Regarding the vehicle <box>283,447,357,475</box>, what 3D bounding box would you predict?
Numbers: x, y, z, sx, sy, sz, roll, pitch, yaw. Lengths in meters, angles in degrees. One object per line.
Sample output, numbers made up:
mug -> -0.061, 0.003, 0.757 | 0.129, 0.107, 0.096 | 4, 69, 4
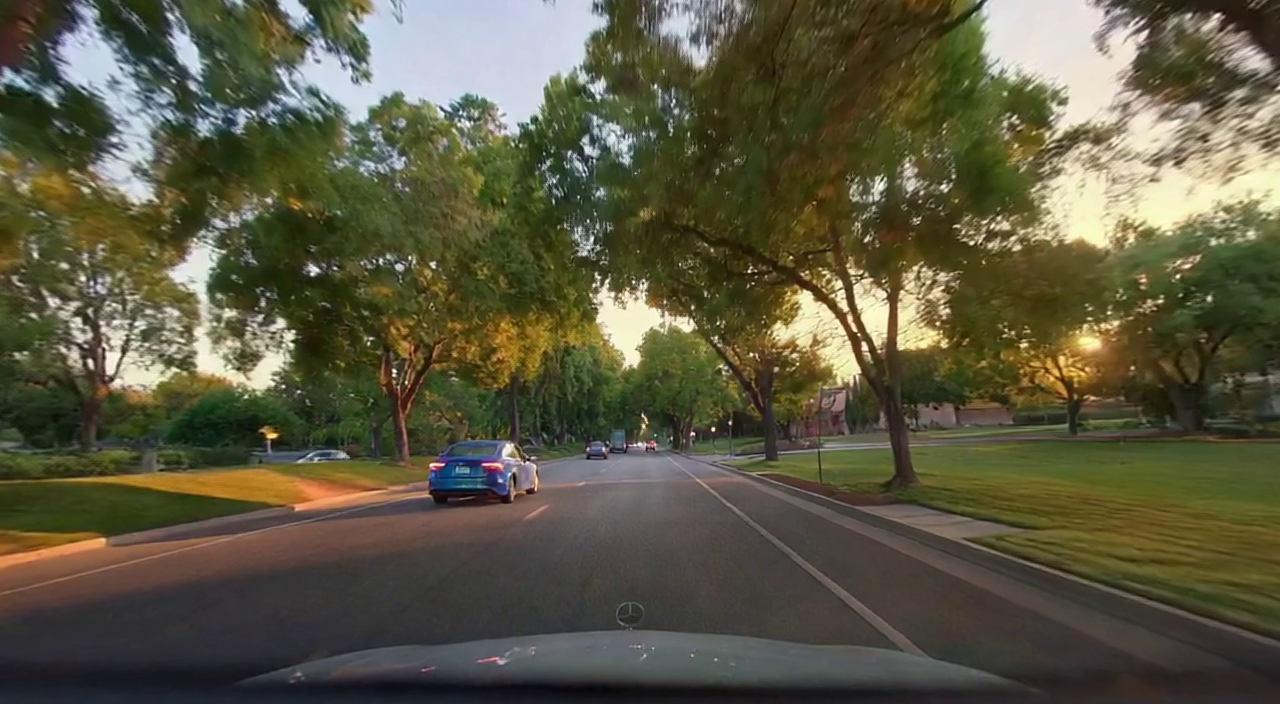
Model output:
vehicle -> -18.086, 6.176, 35.861 | 1.839, 1.458, 4.402 | 0, -8, 0

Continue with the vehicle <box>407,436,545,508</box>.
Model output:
vehicle -> -3.741, 2.819, 15.331 | 2.033, 1.454, 4.512 | 0, -8, 2
